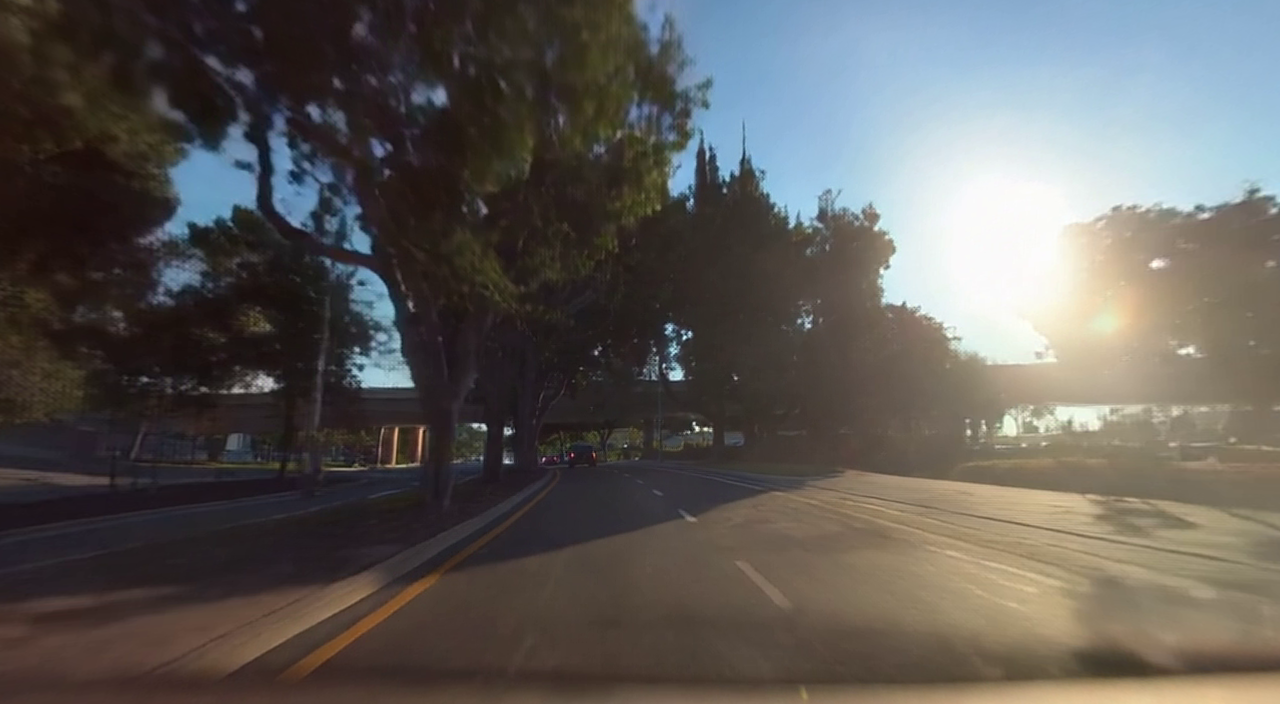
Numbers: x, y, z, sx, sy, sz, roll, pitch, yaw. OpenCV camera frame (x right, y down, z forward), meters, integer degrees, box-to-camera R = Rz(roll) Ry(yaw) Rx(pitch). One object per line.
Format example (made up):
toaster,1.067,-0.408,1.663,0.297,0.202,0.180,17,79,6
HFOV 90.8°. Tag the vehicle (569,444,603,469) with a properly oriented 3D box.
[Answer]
vehicle,-4.104,7.779,47.160,2.184,1.713,4.231,1,-9,-9
